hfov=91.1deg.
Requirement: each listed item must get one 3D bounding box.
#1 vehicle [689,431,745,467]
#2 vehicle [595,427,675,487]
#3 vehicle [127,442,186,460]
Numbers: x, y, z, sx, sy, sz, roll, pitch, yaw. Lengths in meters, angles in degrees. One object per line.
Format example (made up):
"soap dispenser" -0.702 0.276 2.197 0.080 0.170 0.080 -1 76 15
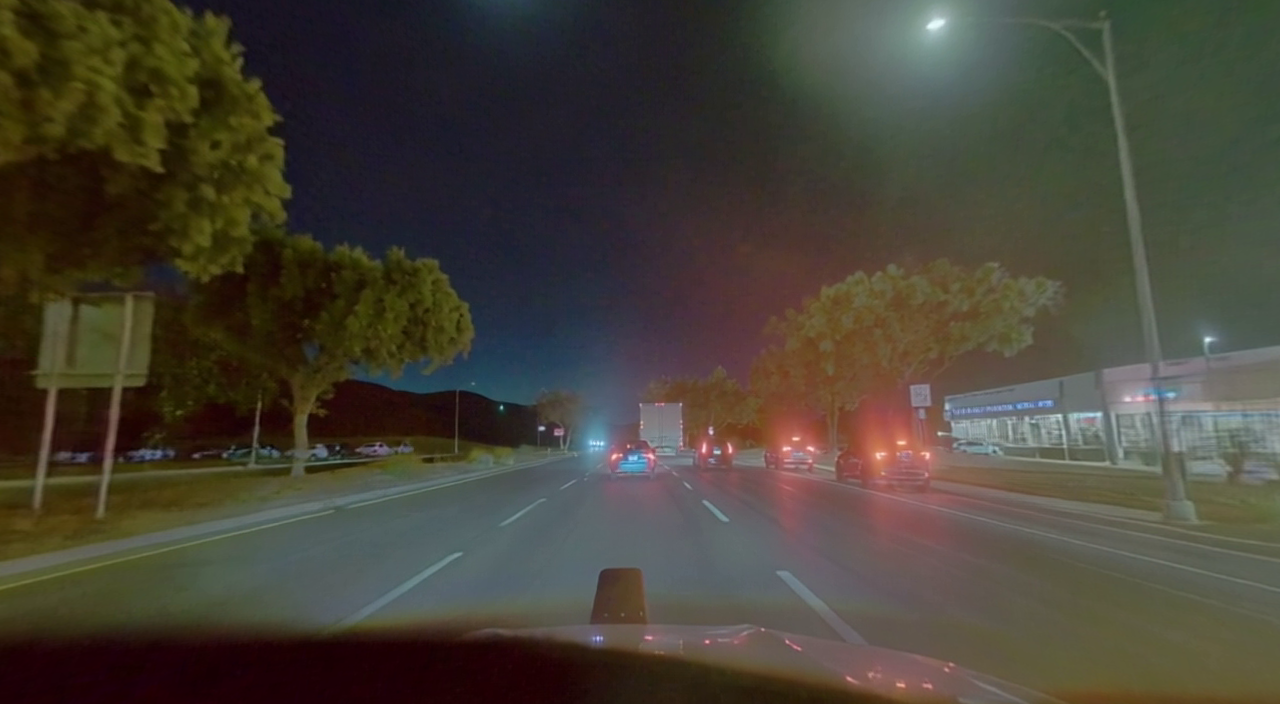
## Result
"vehicle" 3.663 4.725 30.702 2.088 1.655 4.360 0 -8 -1
"vehicle" -0.162 3.190 19.373 2.193 1.651 3.946 0 -8 -1
"vehicle" -36.497 7.491 47.476 3.245 1.338 1.536 4 -9 -27
